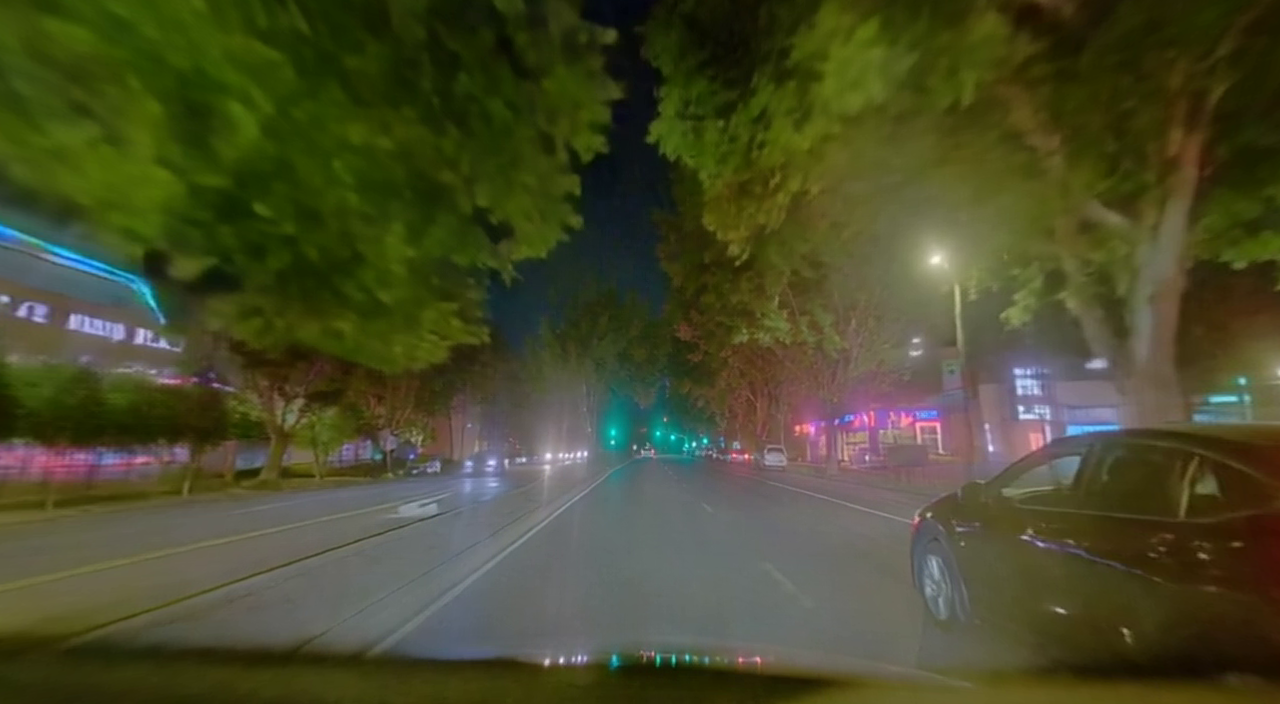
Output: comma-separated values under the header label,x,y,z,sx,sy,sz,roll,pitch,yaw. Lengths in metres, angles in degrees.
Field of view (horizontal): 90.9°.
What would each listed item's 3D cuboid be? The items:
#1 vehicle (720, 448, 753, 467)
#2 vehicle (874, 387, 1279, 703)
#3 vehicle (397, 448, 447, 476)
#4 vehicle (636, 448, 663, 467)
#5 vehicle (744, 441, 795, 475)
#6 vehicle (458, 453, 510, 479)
label,x,y,z,sx,sy,sz,roll,pitch,yaw
vehicle,7.563,8.314,49.823,1.874,1.438,4.466,0,-9,0
vehicle,2.956,1.045,3.160,1.989,1.498,4.050,0,-9,0
vehicle,-15.860,8.017,46.094,1.972,1.898,4.556,0,-9,0
vehicle,0.674,7.810,46.858,1.945,1.343,3.827,0,-8,0
vehicle,7.550,6.199,37.176,2.050,1.838,4.535,0,-9,0
vehicle,-8.408,6.152,34.282,1.748,1.278,4.300,0,-9,0
